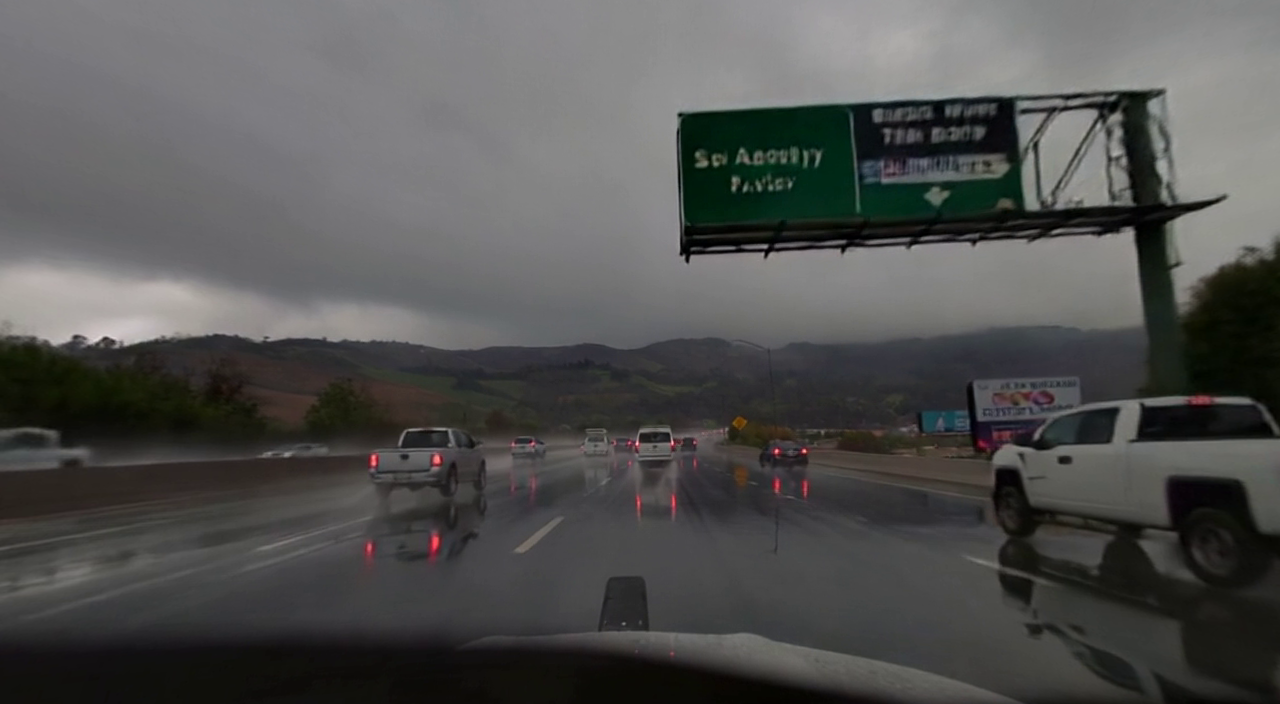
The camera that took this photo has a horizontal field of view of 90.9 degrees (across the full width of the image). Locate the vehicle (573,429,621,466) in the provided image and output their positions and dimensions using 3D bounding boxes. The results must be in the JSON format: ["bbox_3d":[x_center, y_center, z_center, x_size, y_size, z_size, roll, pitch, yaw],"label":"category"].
[{"bbox_3d":[-2.440,5.688,37.641,2.316,1.999,5.765,-1,-8,2],"label":"vehicle"}]

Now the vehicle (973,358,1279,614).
[{"bbox_3d":[5.682,1.227,6.310,2.029,1.859,4.669,0,-8,-1],"label":"vehicle"}]

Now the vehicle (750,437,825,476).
[{"bbox_3d":[5.977,4.275,26.088,1.998,1.456,4.338,0,-8,0],"label":"vehicle"}]

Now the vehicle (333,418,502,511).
[{"bbox_3d":[-4.897,2.569,14.879,2.160,1.799,5.001,0,-8,0],"label":"vehicle"}]

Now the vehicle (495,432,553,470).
[{"bbox_3d":[-6.010,5.169,33.176,2.036,1.813,4.564,-1,-8,2],"label":"vehicle"}]

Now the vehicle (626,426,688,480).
[{"bbox_3d":[0.604,3.684,23.160,2.052,1.808,3.898,0,-8,1],"label":"vehicle"}]
